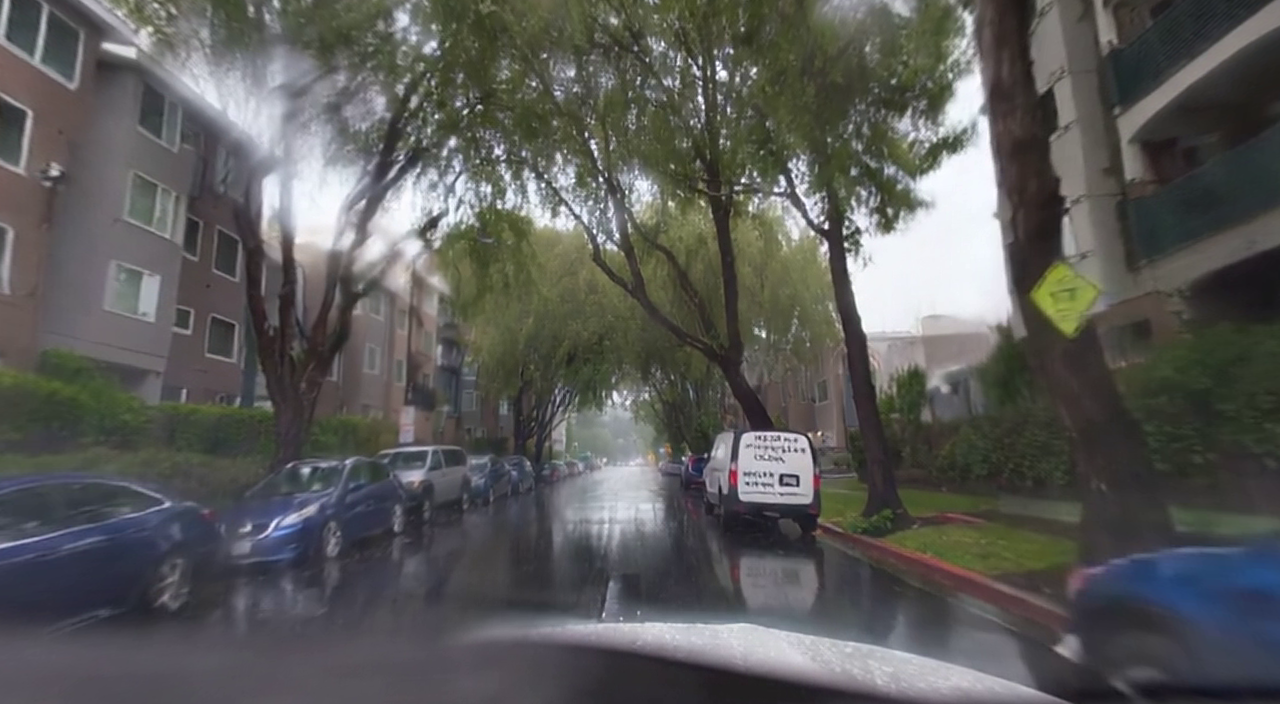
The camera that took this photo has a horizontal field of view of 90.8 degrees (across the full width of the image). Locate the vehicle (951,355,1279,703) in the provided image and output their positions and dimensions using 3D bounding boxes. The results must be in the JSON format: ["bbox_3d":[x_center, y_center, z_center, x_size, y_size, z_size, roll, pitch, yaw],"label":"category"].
[{"bbox_3d":[2.842,0.721,1.029,2.031,1.655,5.148,0,-9,0],"label":"vehicle"}]

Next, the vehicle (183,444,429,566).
[{"bbox_3d":[-5.617,2.578,11.509,1.838,1.725,4.660,-1,-9,1],"label":"vehicle"}]

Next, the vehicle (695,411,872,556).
[{"bbox_3d":[2.643,2.454,13.280,2.259,2.119,5.281,-1,-2,-3],"label":"vehicle"}]

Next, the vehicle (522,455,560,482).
[{"bbox_3d":[-5.807,6.880,37.480,1.722,1.491,3.431,0,-9,0],"label":"vehicle"}]

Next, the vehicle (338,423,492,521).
[{"bbox_3d":[-5.637,3.230,16.862,2.196,2.059,5.748,-2,-12,-2],"label":"vehicle"}]

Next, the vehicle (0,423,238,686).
[{"bbox_3d":[-5.575,1.562,4.637,2.101,1.646,5.001,-2,-2,-1],"label":"vehicle"}]
